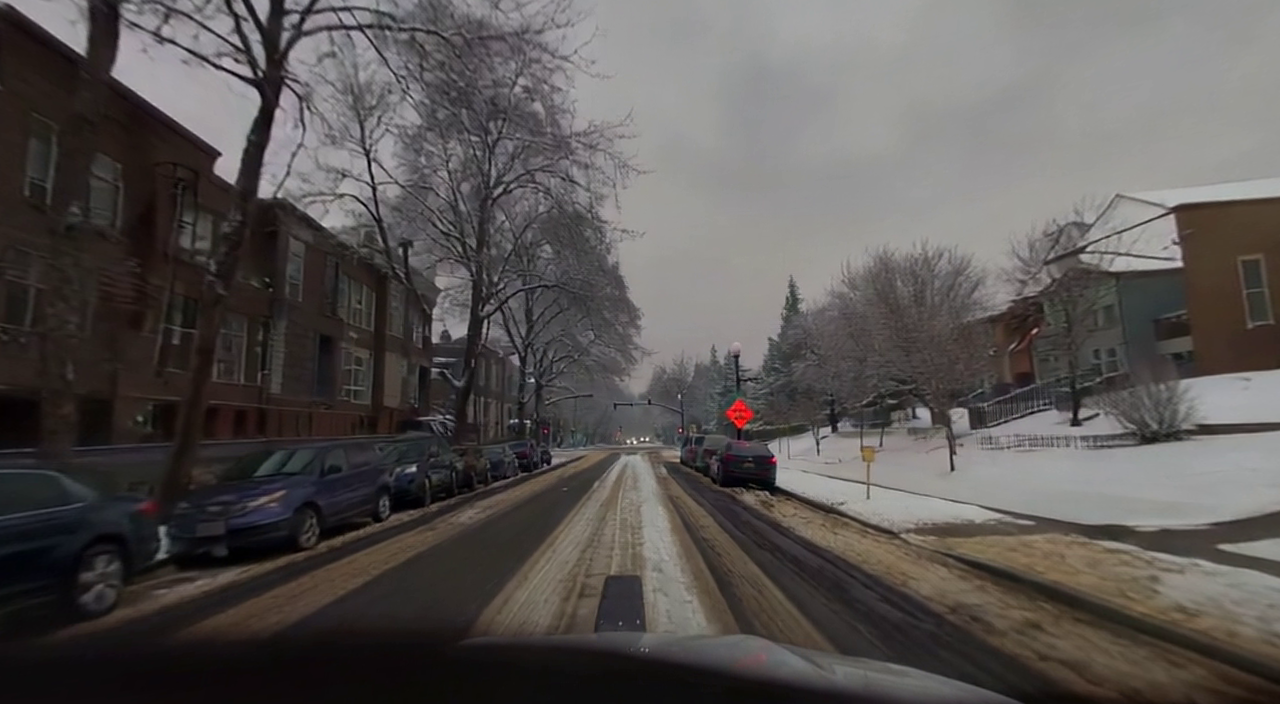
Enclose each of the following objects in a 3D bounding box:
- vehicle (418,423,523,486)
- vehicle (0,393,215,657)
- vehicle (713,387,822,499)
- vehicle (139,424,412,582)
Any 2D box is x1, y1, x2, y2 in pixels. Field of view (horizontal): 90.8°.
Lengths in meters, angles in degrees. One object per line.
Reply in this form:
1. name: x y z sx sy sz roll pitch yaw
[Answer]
1. vehicle: -5.391 3.339 20.824 2.004 1.845 4.509 -1 -8 3
2. vehicle: -5.298 1.268 4.415 1.824 1.664 4.344 -1 0 -2
3. vehicle: 3.664 2.414 17.805 1.961 2.656 3.047 0 -1 35
4. vehicle: -5.312 2.114 10.028 1.837 1.499 4.443 -2 -2 -1
